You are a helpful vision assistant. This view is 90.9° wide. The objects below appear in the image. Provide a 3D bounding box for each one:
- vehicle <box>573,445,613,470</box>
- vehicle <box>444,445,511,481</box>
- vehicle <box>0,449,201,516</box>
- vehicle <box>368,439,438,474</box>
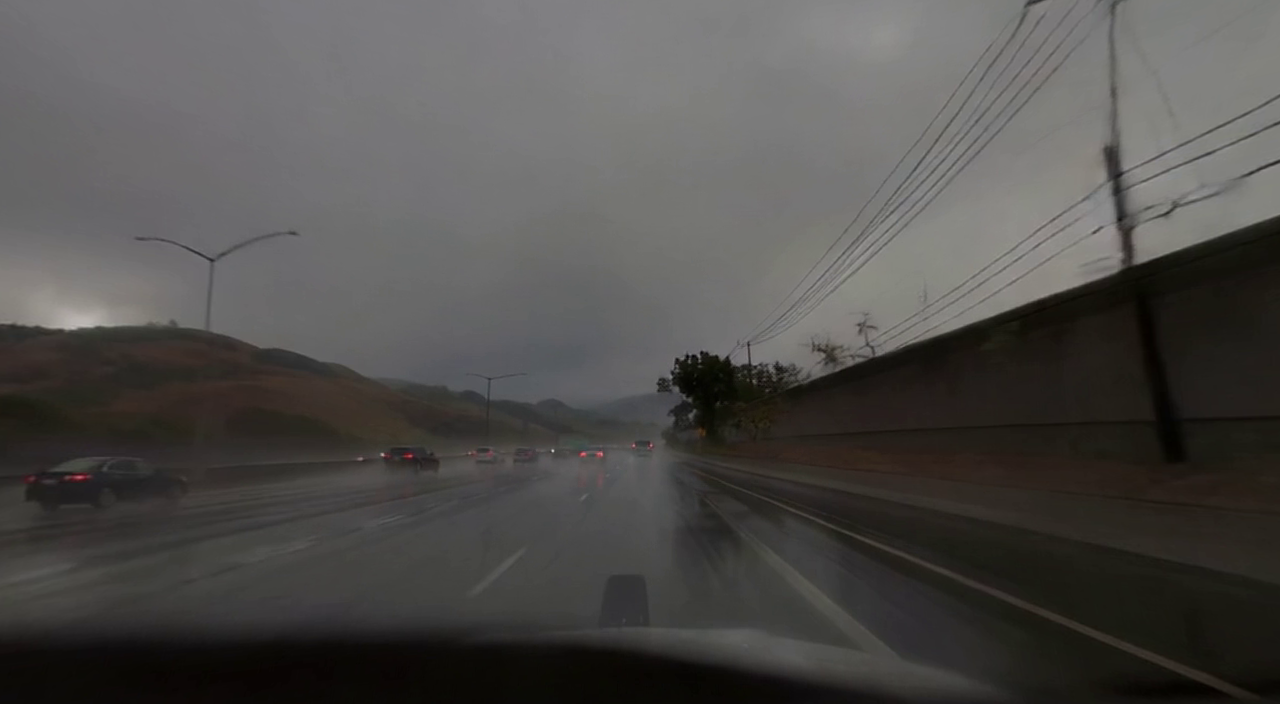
[{"bbox_3d":[-2.847,6.488,39.047,2.064,1.446,4.409,0,-9,0],"label":"vehicle"},{"bbox_3d":[-7.352,5.038,28.903,1.899,1.472,4.202,0,-9,1],"label":"vehicle"},{"bbox_3d":[-14.363,3.333,16.726,1.885,1.474,4.849,0,-9,1],"label":"vehicle"},{"bbox_3d":[-14.389,6.377,38.666,2.172,1.946,5.017,0,-9,1],"label":"vehicle"}]
